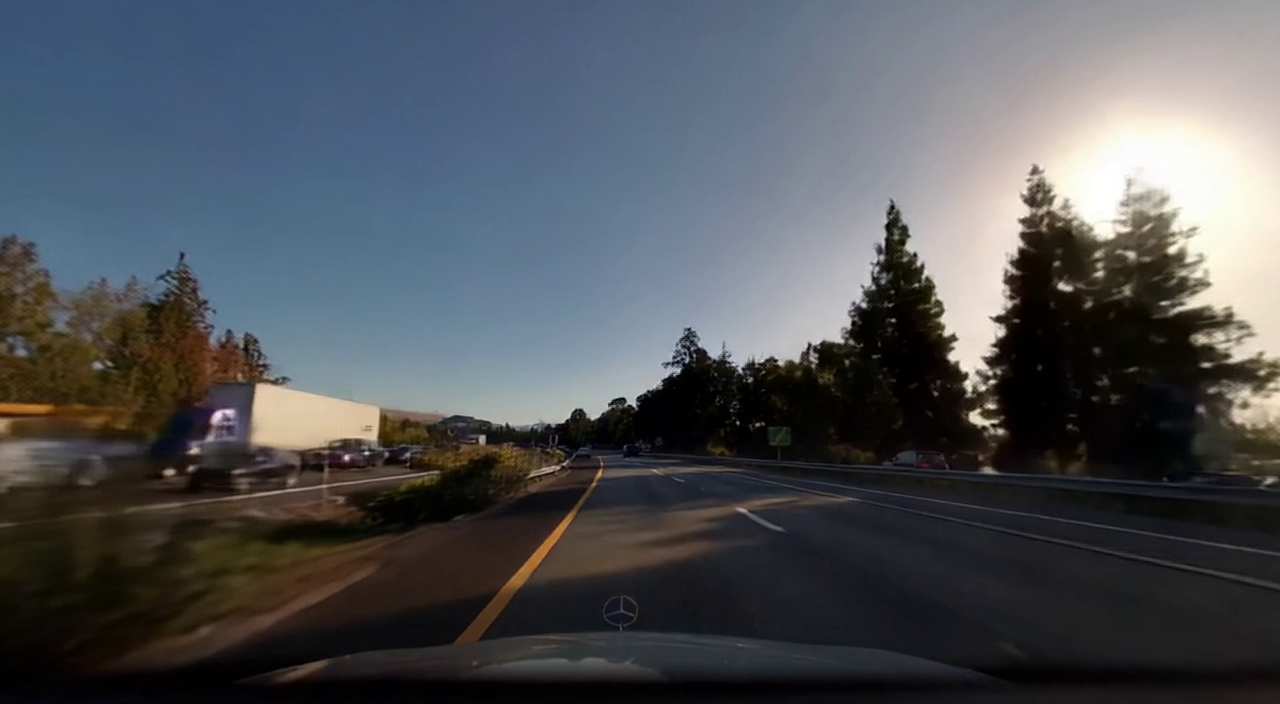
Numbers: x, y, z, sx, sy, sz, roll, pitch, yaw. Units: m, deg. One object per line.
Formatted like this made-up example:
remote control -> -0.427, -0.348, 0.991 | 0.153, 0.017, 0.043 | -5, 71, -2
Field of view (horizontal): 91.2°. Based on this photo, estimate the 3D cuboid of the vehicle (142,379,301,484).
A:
vehicle -> -18.538, 3.683, 28.417 | 3.030, 4.192, 6.164 | 1, -9, -4

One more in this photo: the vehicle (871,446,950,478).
vehicle -> 16.171, 6.579, 37.763 | 2.020, 1.738, 4.549 | 1, -9, -11

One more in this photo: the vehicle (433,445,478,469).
vehicle -> -12.757, 7.273, 43.566 | 1.881, 1.515, 4.661 | 0, -9, -3

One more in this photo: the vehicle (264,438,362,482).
vehicle -> -13.079, 4.341, 25.349 | 1.865, 1.583, 4.097 | 0, -9, -3
